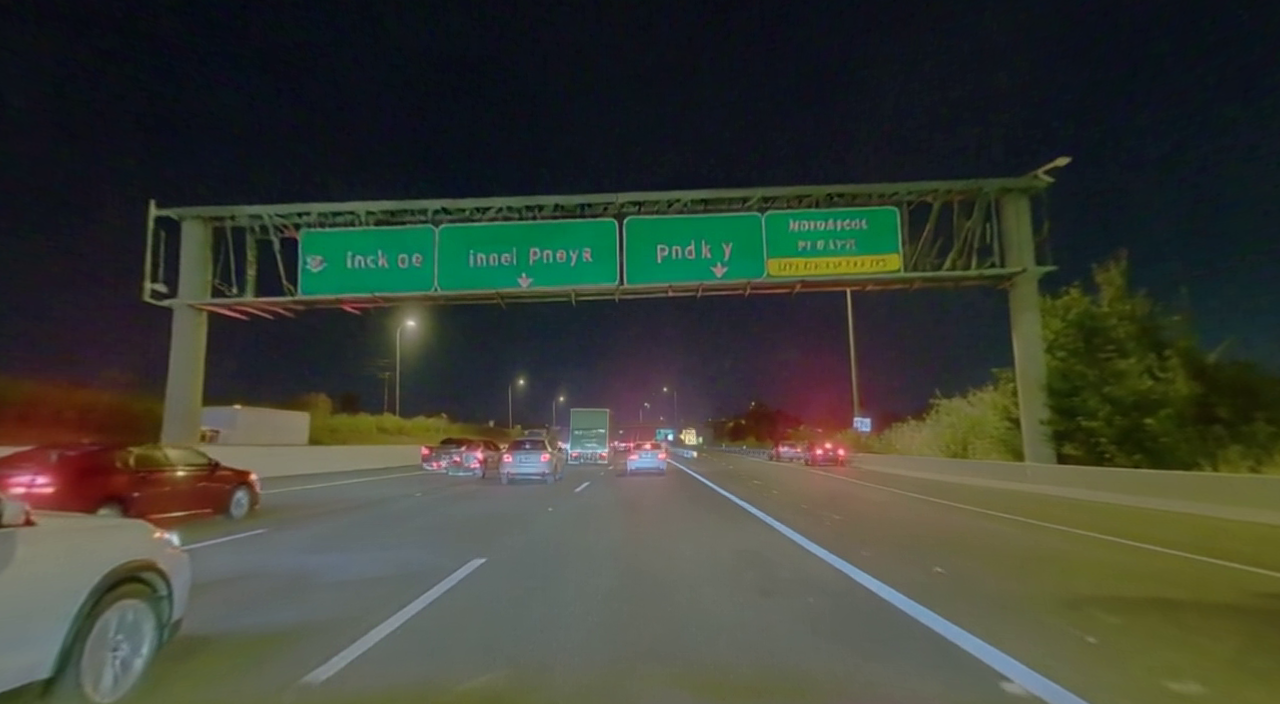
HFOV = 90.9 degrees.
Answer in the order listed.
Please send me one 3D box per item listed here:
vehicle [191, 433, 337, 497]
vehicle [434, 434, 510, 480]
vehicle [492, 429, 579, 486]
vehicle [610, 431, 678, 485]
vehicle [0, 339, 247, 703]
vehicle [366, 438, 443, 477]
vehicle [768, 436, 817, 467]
[{"bbox_3d":[-10.983,3.303,18.810,1.863,1.696,3.885,0,-8,1],"label":"vehicle"},{"bbox_3d":[-6.963,4.381,26.632,1.998,1.770,4.222,0,-8,1],"label":"vehicle"},{"bbox_3d":[-3.527,3.675,22.208,2.125,1.792,4.466,0,-8,2],"label":"vehicle"},{"bbox_3d":[0.149,3.705,22.330,2.180,1.716,3.920,0,-8,1],"label":"vehicle"},{"bbox_3d":[-3.449,0.699,1.489,2.209,1.711,4.296,0,-8,1],"label":"vehicle"},{"bbox_3d":[-10.824,4.865,29.293,1.894,1.669,4.251,0,-8,0],"label":"vehicle"},{"bbox_3d":[9.043,5.949,37.788,2.026,1.718,4.522,-1,-8,3],"label":"vehicle"}]
